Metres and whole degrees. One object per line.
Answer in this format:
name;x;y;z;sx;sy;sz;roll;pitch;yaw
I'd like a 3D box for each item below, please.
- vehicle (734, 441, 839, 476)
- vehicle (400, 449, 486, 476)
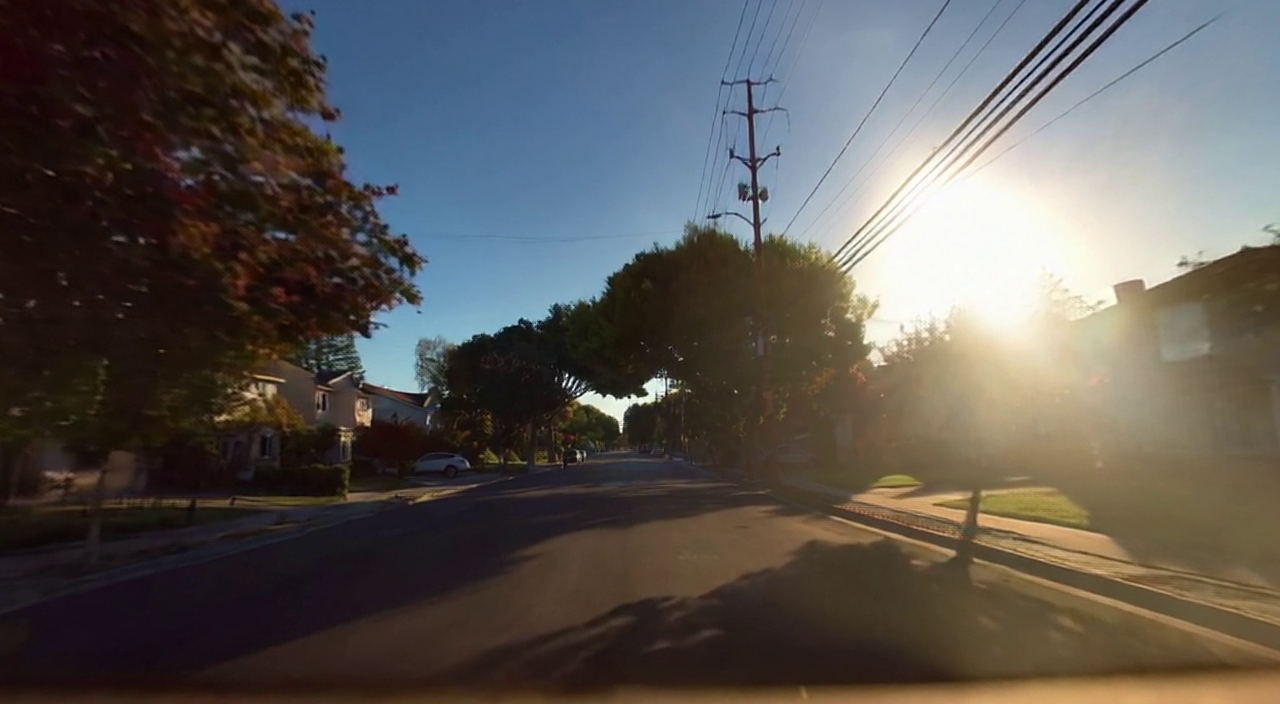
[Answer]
vehicle;9.061;6.643;39.582;5.890;1.896;2.459;-2;-9;-2
vehicle;-11.284;6.369;36.429;4.371;1.482;1.954;0;-9;-3
